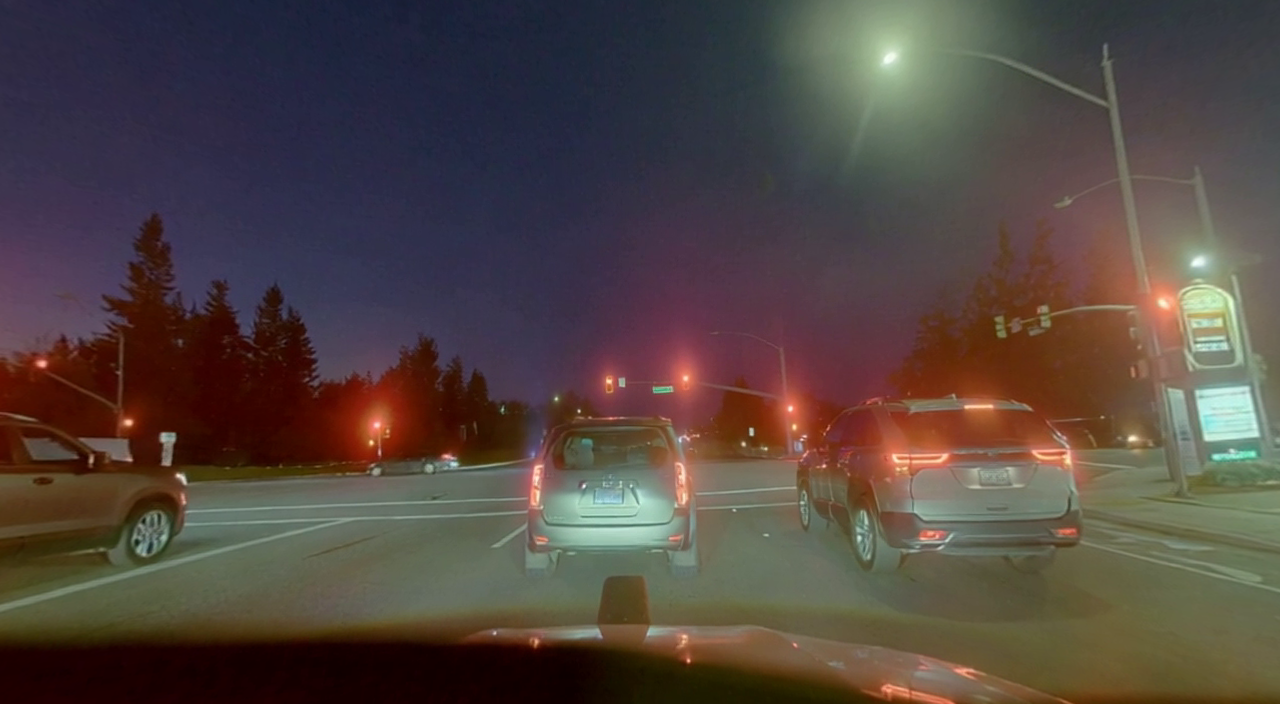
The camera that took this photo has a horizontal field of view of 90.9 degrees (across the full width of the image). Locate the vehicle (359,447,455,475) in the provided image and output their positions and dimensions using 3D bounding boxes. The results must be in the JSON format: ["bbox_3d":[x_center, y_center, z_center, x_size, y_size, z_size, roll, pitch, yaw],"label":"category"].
[{"bbox_3d":[-13.015,6.105,35.415,4.669,1.469,1.855,0,-9,-3],"label":"vehicle"}]

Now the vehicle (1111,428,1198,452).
[{"bbox_3d":[34.304,5.879,42.090,4.276,1.579,1.762,0,-9,-3],"label":"vehicle"}]

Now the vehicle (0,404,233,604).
[{"bbox_3d":[-6.725,1.447,6.224,2.011,1.774,4.866,0,-9,2],"label":"vehicle"}]

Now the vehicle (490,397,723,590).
[{"bbox_3d":[-0.240,1.564,7.692,2.067,1.702,3.987,0,-9,2],"label":"vehicle"}]

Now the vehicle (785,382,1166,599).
[{"bbox_3d":[3.266,1.462,7.432,2.083,1.779,4.347,0,-9,0],"label":"vehicle"}]
